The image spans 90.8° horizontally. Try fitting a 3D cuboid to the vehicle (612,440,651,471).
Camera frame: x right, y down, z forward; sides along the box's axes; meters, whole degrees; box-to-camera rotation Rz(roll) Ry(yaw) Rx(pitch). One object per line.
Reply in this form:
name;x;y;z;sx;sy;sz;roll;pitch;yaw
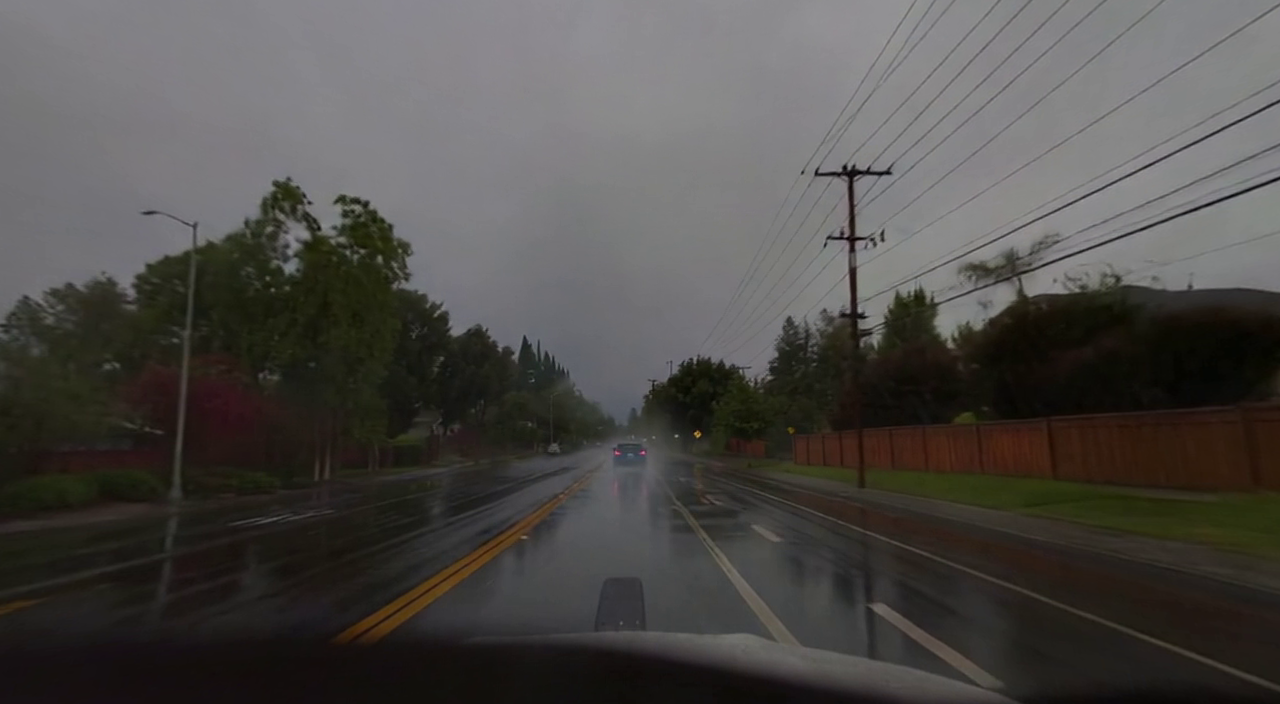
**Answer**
vehicle;-0.498;6.007;36.927;2.139;1.699;3.916;0;-8;0
